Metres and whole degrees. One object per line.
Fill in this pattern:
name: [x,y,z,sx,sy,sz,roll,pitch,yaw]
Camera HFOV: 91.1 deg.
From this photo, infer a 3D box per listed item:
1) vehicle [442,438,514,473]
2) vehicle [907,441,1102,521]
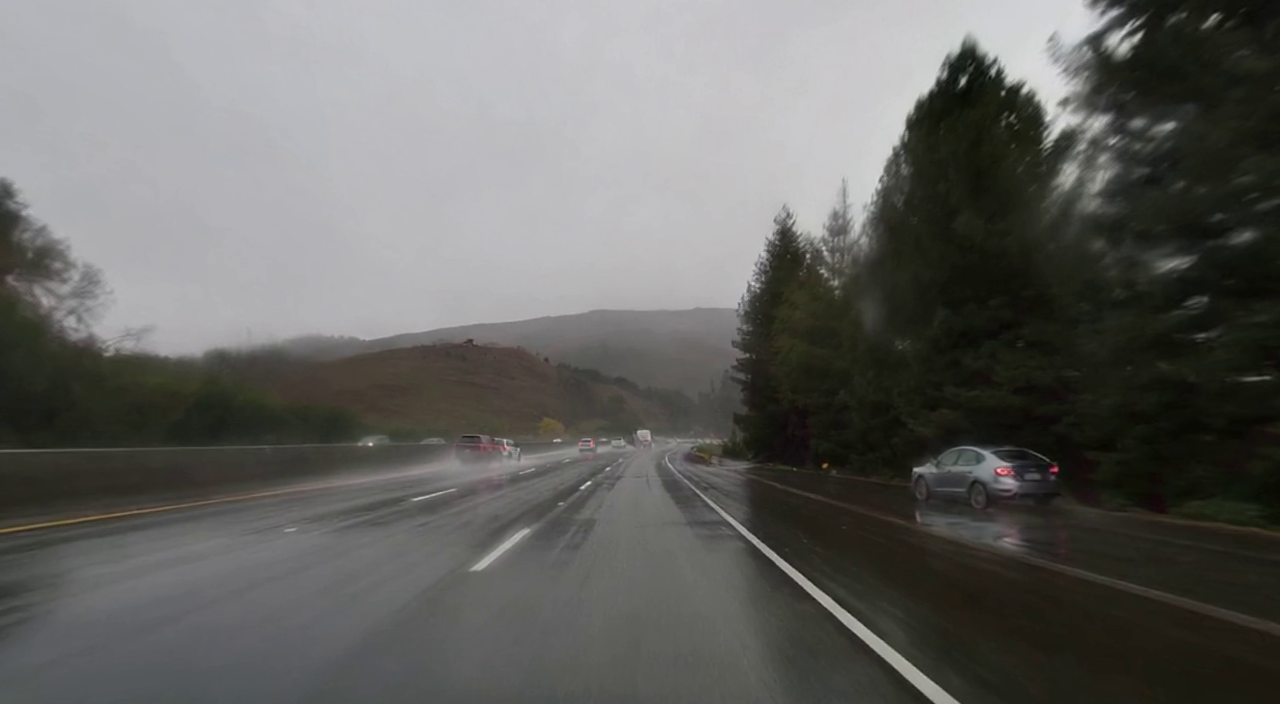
vehicle: [-7.388,4.770,29.115,2.010,1.489,4.456,0,-8,3]
vehicle: [10.265,3.620,18.444,2.325,1.972,5.577,0,-8,-1]
